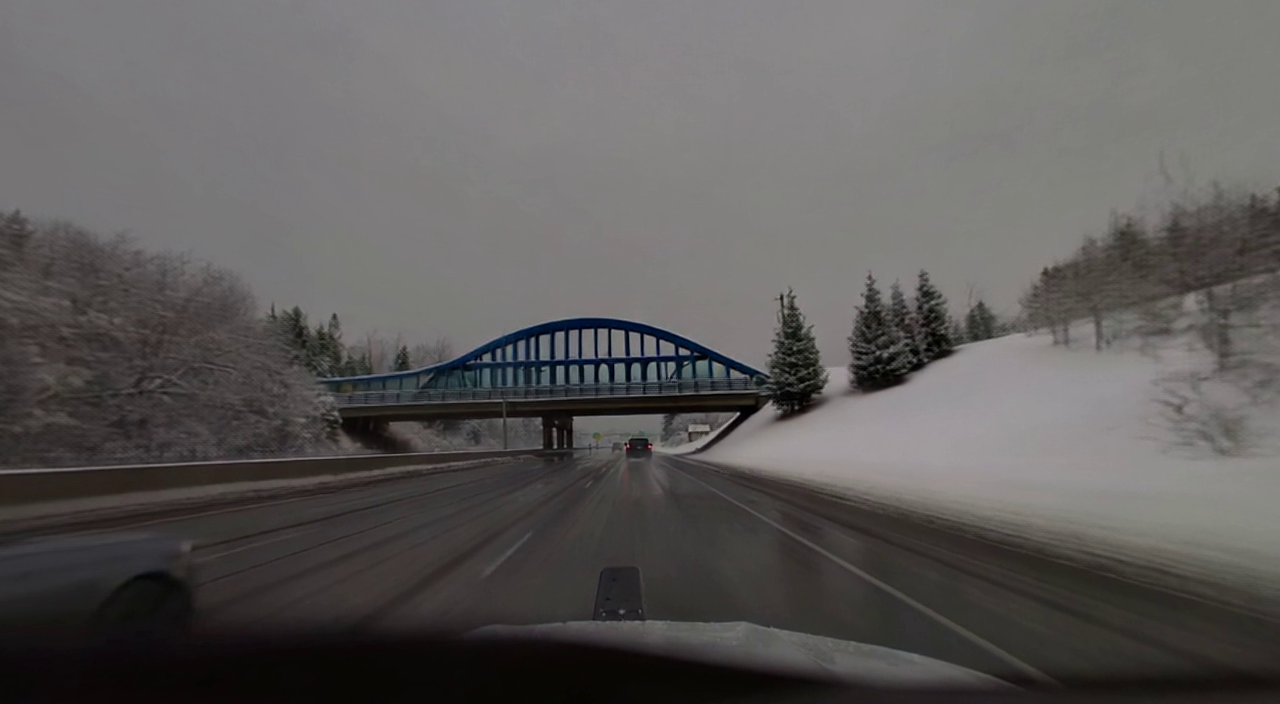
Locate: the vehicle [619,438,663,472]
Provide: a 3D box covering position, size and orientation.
[{"bbox_3d":[0.018,5.704,34.996,2.299,1.716,4.579,0,-9,-1],"label":"vehicle"}]

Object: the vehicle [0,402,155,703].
[{"bbox_3d":[-3.415,0.676,0.560,2.095,1.498,4.854,0,-9,0],"label":"vehicle"}]
